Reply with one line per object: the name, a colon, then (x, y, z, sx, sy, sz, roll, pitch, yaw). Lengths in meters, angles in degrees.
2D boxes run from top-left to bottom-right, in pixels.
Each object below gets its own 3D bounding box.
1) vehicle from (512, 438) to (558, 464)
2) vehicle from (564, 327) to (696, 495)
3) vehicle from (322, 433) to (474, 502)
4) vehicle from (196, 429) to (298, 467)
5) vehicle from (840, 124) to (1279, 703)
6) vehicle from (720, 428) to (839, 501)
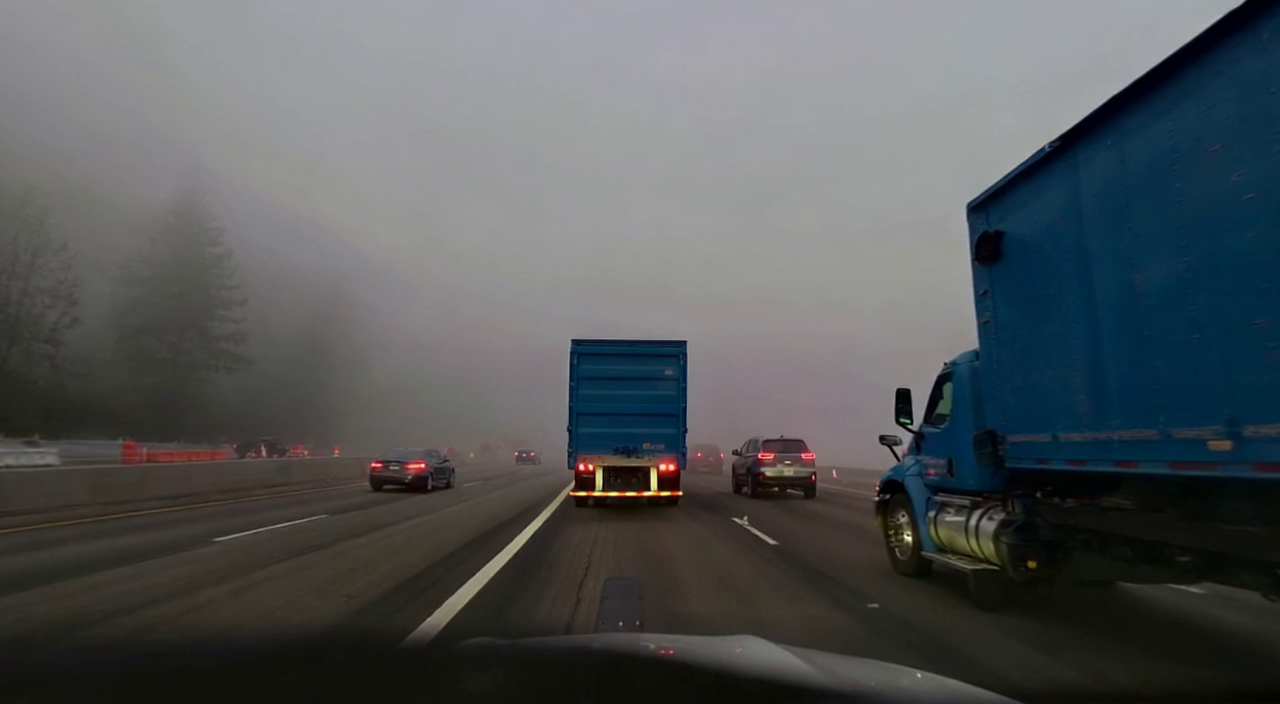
vehicle: (-6.323, 6.014, 38.332, 1.994, 1.481, 4.660, 0, -9, 0)
vehicle: (-0.421, 2.129, 19.940, 3.067, 3.940, 10.154, 1, -9, -2)
vehicle: (-5.872, 2.856, 16.020, 2.014, 1.477, 4.595, 0, -9, 1)
vehicle: (-22.041, 5.391, 35.370, 4.632, 1.852, 2.033, 0, -8, 15)
vehicle: (3.826, 0.426, 1.804, 2.943, 2.634, 10.135, 1, -9, -2)
vehicle: (3.552, 2.972, 16.966, 2.103, 1.713, 4.173, 1, -9, -2)
